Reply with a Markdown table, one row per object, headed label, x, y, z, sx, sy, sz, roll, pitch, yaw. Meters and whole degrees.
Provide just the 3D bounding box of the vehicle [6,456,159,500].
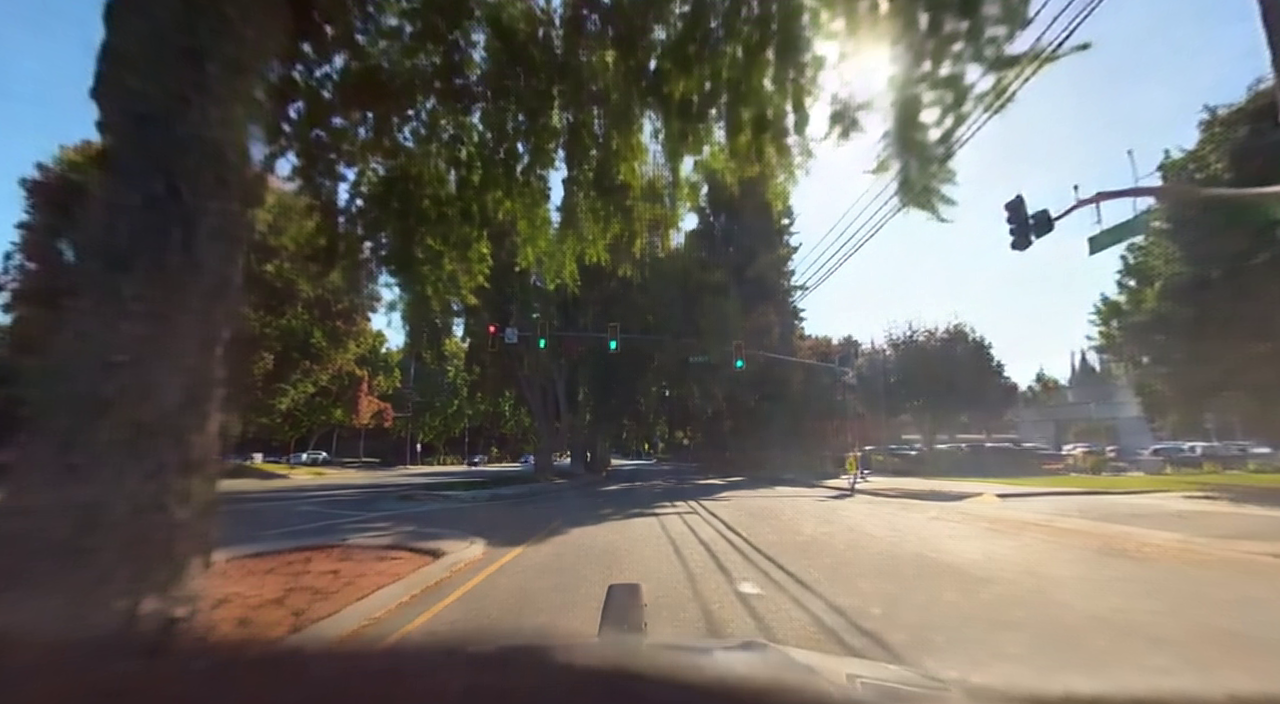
| label | x | y | z | sx | sy | sz | roll | pitch | yaw |
| --- | --- | --- | --- | --- | --- | --- | --- | --- | --- |
| vehicle | -21.374 | 4.802 | 24.439 | 1.965 | 1.475 | 4.269 | 0 | -8 | 1 |
